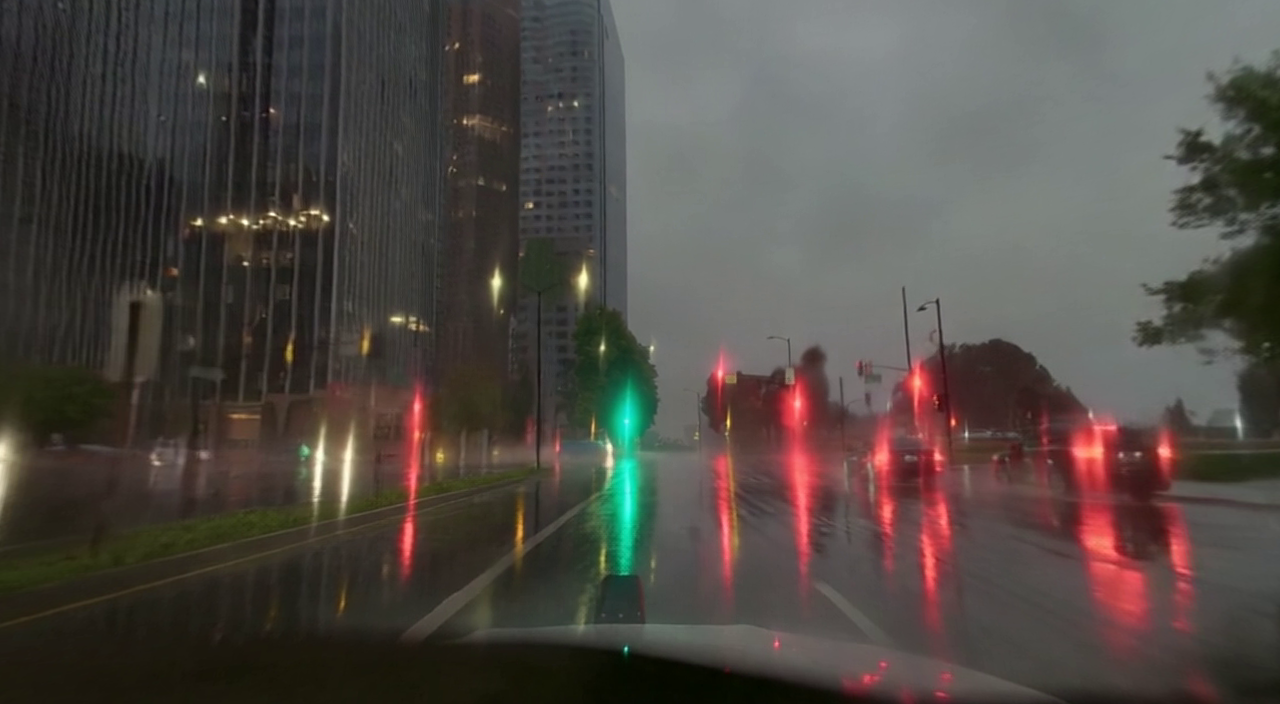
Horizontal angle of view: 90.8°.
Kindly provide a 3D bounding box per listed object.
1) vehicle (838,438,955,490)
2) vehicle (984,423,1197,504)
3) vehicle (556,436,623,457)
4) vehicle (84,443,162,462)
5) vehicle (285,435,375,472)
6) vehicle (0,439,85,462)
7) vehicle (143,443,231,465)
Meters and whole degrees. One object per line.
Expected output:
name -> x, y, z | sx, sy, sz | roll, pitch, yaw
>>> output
vehicle -> 8.175, 3.605, 20.715 | 1.936, 1.489, 4.885 | -1, -9, 2
vehicle -> 11.529, 2.883, 16.757 | 2.027, 1.810, 4.854 | 0, -9, 0
vehicle -> -3.690, 6.952, 46.412 | 4.762, 1.420, 1.814 | 0, -9, 1
vehicle -> -39.990, 7.777, 48.918 | 4.379, 1.444, 1.781 | 0, -9, -1
vehicle -> -17.173, 5.587, 34.964 | 4.779, 1.910, 2.125 | -5, -10, 30
vehicle -> -46.094, 7.588, 48.686 | 4.651, 1.737, 2.062 | 0, -8, 1
vehicle -> -30.634, 6.898, 42.793 | 4.503, 1.475, 1.789 | 0, -9, 0
